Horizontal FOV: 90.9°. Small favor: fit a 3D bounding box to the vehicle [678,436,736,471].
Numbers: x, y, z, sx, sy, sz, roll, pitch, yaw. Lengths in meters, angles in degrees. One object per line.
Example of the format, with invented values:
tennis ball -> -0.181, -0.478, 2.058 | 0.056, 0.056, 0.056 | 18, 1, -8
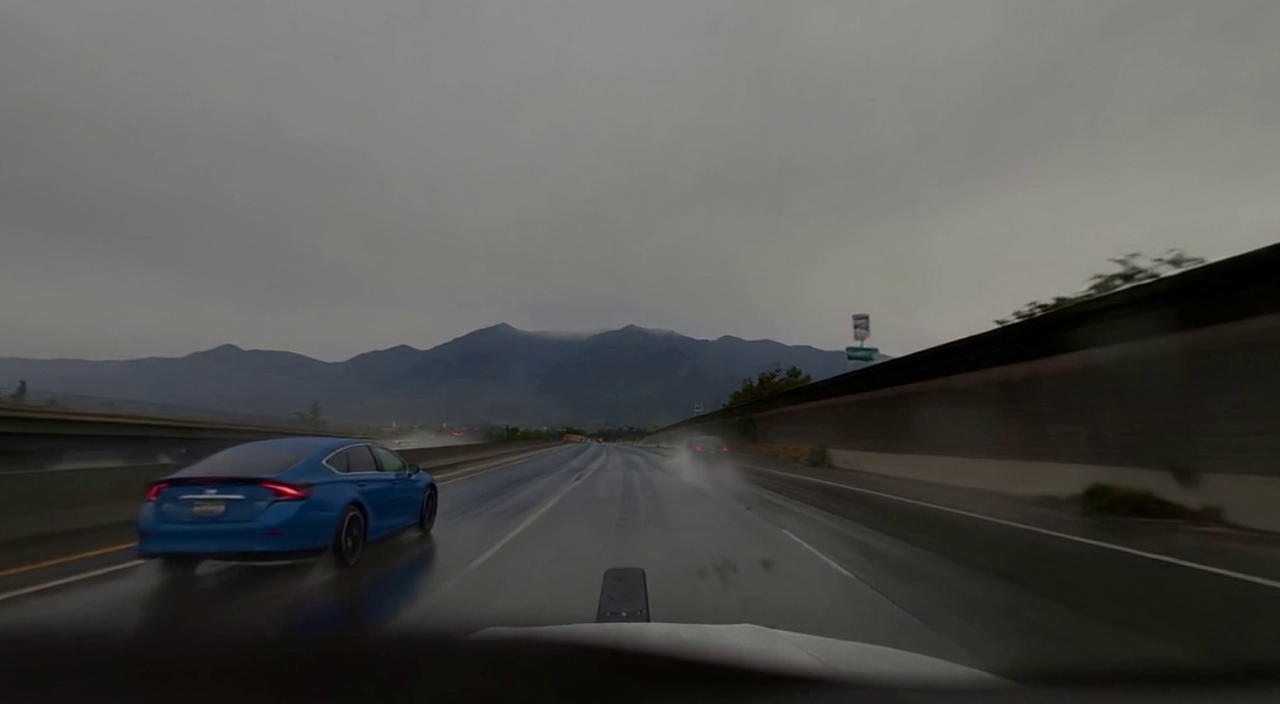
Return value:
vehicle -> 2.906, 4.543, 28.367 | 1.985, 1.440, 4.466 | 0, -8, -2
